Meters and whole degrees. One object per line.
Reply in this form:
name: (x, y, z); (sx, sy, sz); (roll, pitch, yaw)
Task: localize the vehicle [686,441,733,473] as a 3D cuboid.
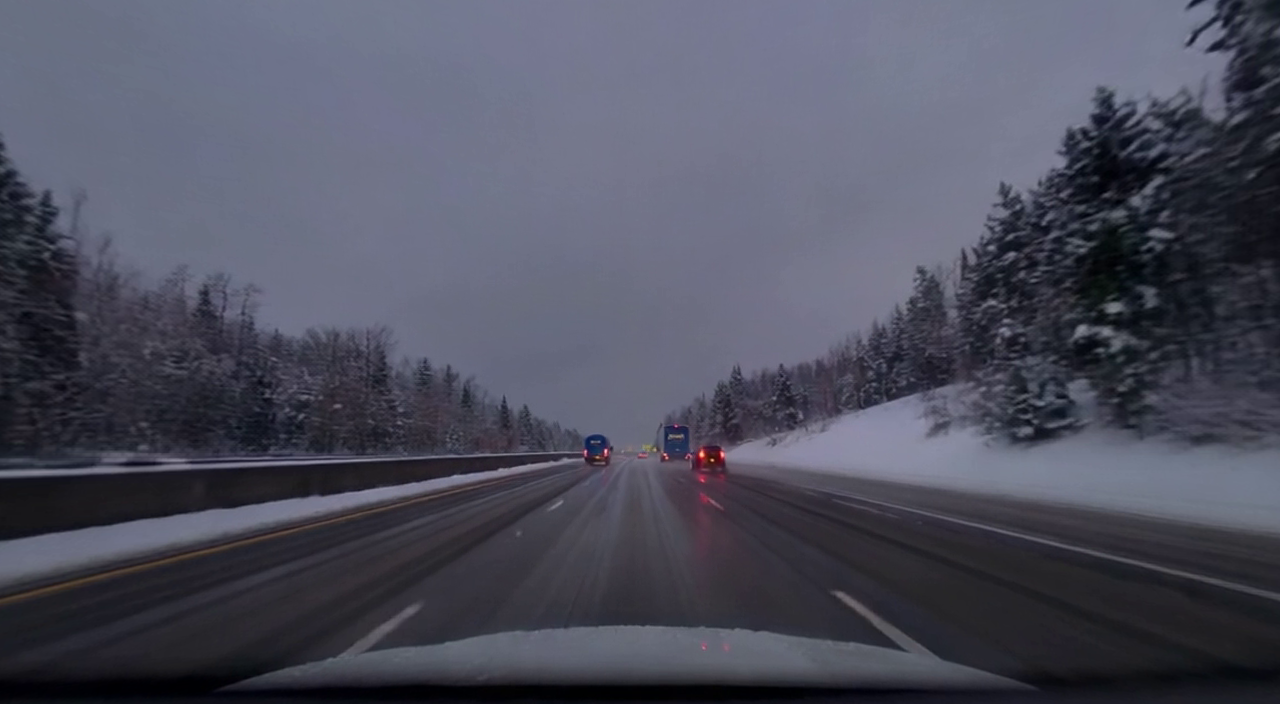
vehicle: (3.858, 5.917, 35.698); (2.066, 1.638, 4.158); (0, -9, -2)

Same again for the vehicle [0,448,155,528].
vehicle: (-12.901, 2.771, 13.231); (1.931, 1.484, 4.452); (0, -9, -1)

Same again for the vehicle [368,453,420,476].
vehicle: (-16.665, 7.620, 43.025); (1.845, 1.436, 4.135); (-1, -9, 1)
